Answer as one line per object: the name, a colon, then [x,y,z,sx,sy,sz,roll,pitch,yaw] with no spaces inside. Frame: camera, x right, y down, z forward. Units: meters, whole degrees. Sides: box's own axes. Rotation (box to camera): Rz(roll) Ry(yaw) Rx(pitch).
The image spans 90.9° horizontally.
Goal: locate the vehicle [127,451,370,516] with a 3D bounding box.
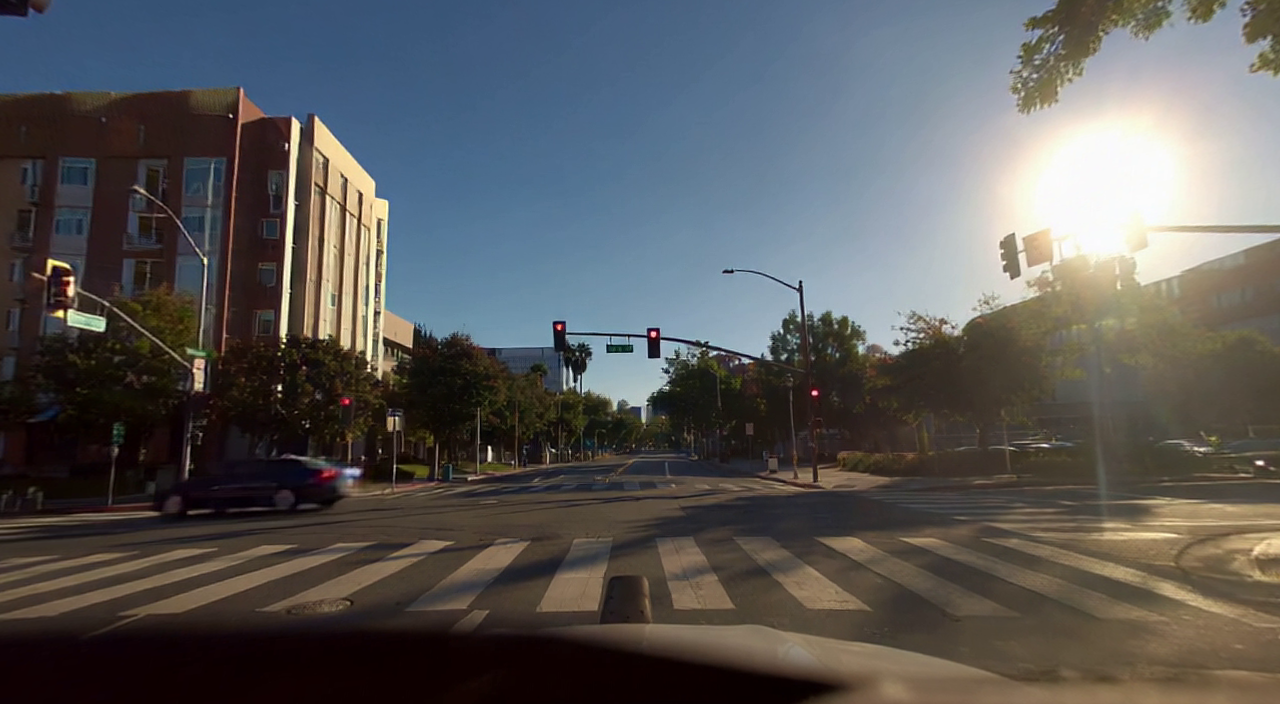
vehicle: [-9.699,3.271,15.925,4.847,1.484,1.926,0,-8,1]
